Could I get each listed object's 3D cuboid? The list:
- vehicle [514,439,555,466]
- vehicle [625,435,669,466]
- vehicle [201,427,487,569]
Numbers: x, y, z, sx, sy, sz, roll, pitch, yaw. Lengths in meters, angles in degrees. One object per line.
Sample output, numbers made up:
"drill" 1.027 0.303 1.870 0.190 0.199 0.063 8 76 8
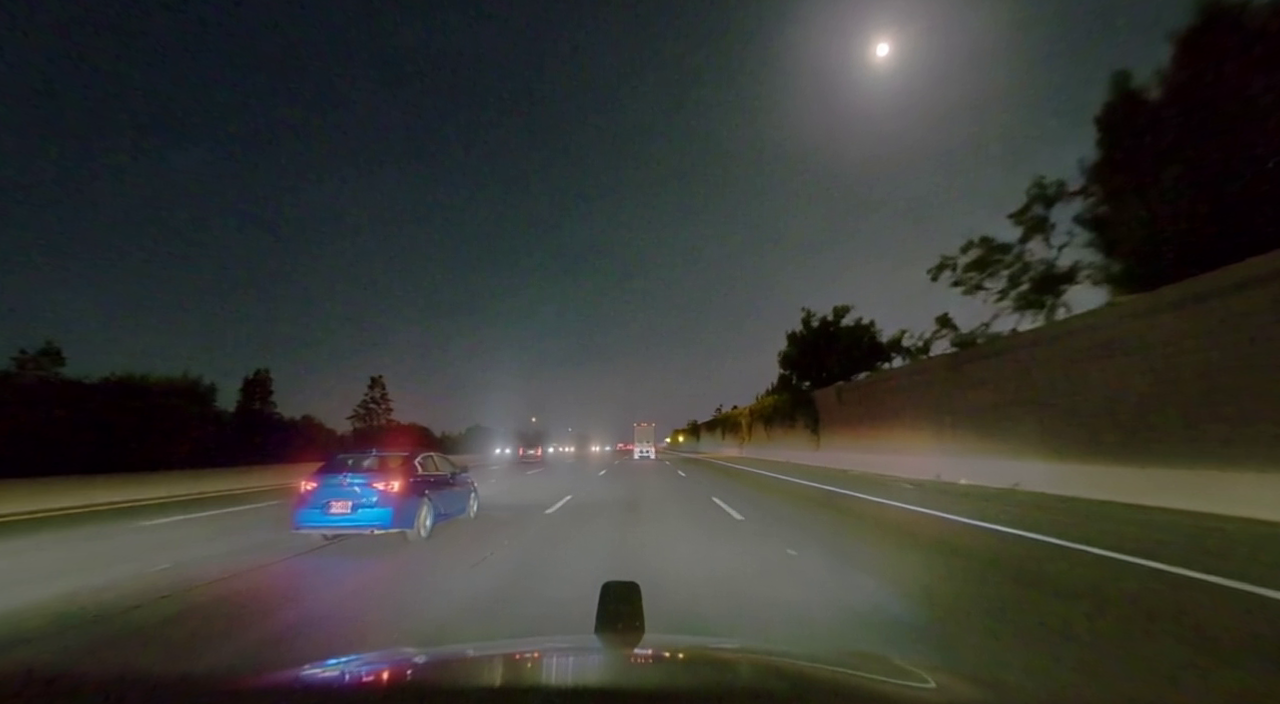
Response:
"vehicle" -7.356 7.026 44.231 2.068 1.757 4.611 0 -8 0
"vehicle" 0.396 6.756 43.464 2.856 1.994 4.931 0 -8 -1
"vehicle" -3.736 1.908 9.041 2.000 1.512 4.371 0 -8 0
